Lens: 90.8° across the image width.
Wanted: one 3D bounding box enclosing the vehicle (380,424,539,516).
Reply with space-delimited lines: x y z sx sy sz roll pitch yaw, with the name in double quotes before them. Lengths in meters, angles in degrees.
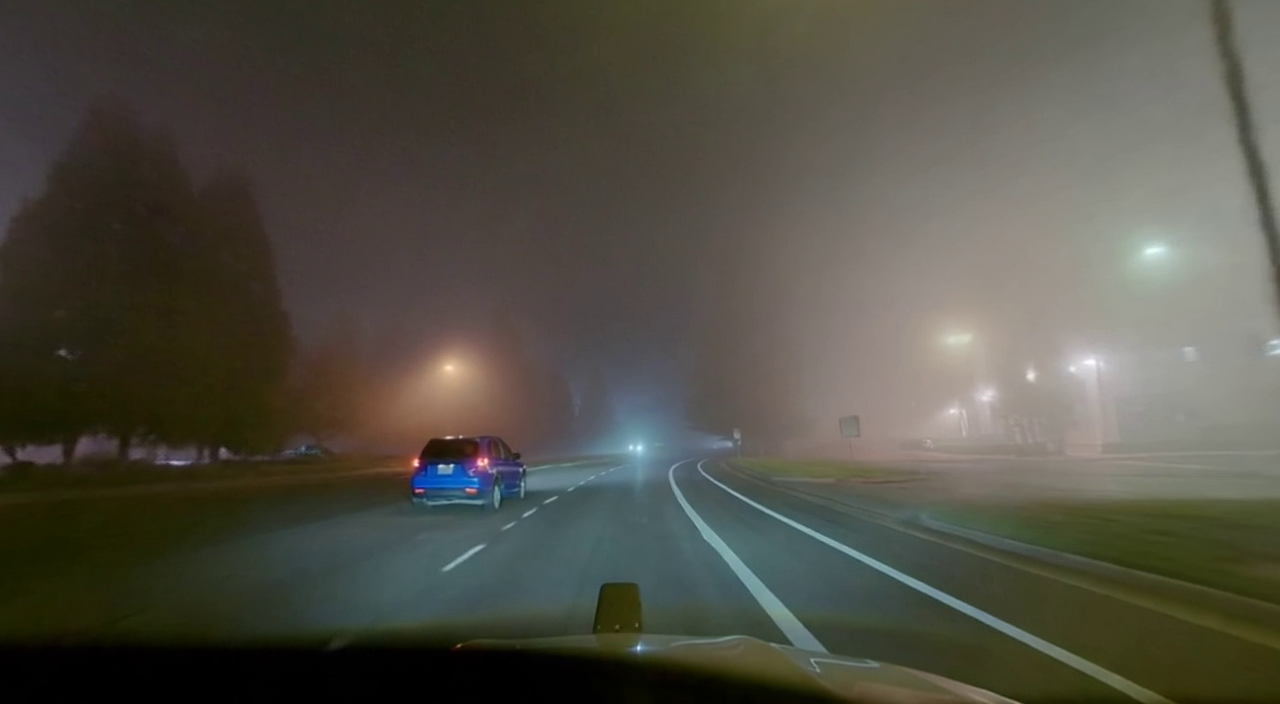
"vehicle" -3.778 2.566 14.216 2.121 1.724 4.392 -1 -9 2
